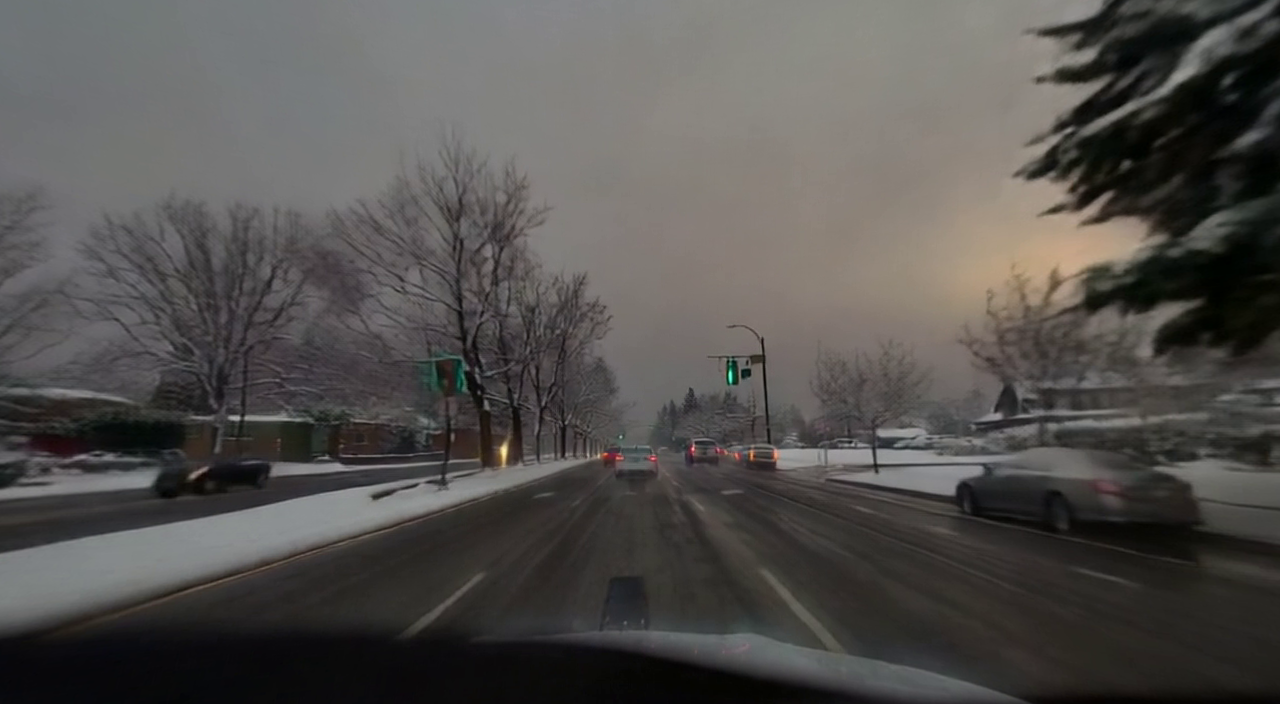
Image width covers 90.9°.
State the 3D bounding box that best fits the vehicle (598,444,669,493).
[{"bbox_3d":[-0.213,3.822,21.099,2.140,1.474,4.026,0,-8,0],"label":"vehicle"}]

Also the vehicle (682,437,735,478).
[{"bbox_3d":[3.264,5.149,31.003,2.073,1.822,4.276,0,-8,0],"label":"vehicle"}]

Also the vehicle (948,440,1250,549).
[{"bbox_3d":[7.485,2.311,11.009,1.980,1.497,4.345,0,-8,0],"label":"vehicle"}]

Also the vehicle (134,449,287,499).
[{"bbox_3d":[-14.502,4.104,21.701,1.901,1.468,4.689,0,-8,1],"label":"vehicle"}]

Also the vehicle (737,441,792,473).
[{"bbox_3d":[7.582,6.466,38.865,2.184,1.786,5.497,1,-10,-1],"label":"vehicle"}]
